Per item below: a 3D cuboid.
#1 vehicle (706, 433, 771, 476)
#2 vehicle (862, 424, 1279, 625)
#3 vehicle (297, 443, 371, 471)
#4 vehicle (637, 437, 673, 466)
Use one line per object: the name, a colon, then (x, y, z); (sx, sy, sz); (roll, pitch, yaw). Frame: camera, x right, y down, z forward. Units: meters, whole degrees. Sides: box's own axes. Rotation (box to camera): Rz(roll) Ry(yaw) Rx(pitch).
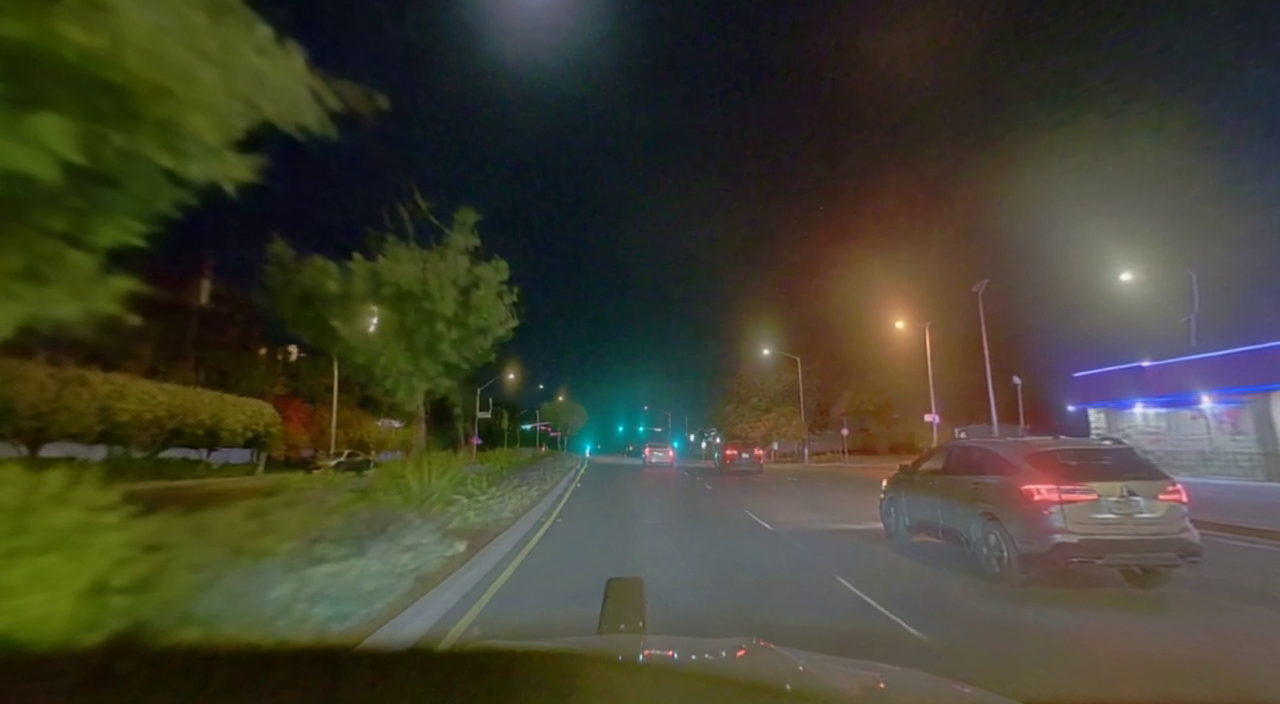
vehicle: (4.175, 4.441, 27.329); (2.115, 1.692, 4.189); (0, -8, 0)
vehicle: (4.215, 1.609, 6.940); (1.908, 1.463, 4.506); (0, -8, 1)
vehicle: (-18.456, 6.339, 38.117); (1.947, 1.580, 4.857); (0, -9, 1)
vehicle: (0.910, 6.036, 38.279); (2.098, 1.682, 3.778); (0, -8, 1)
